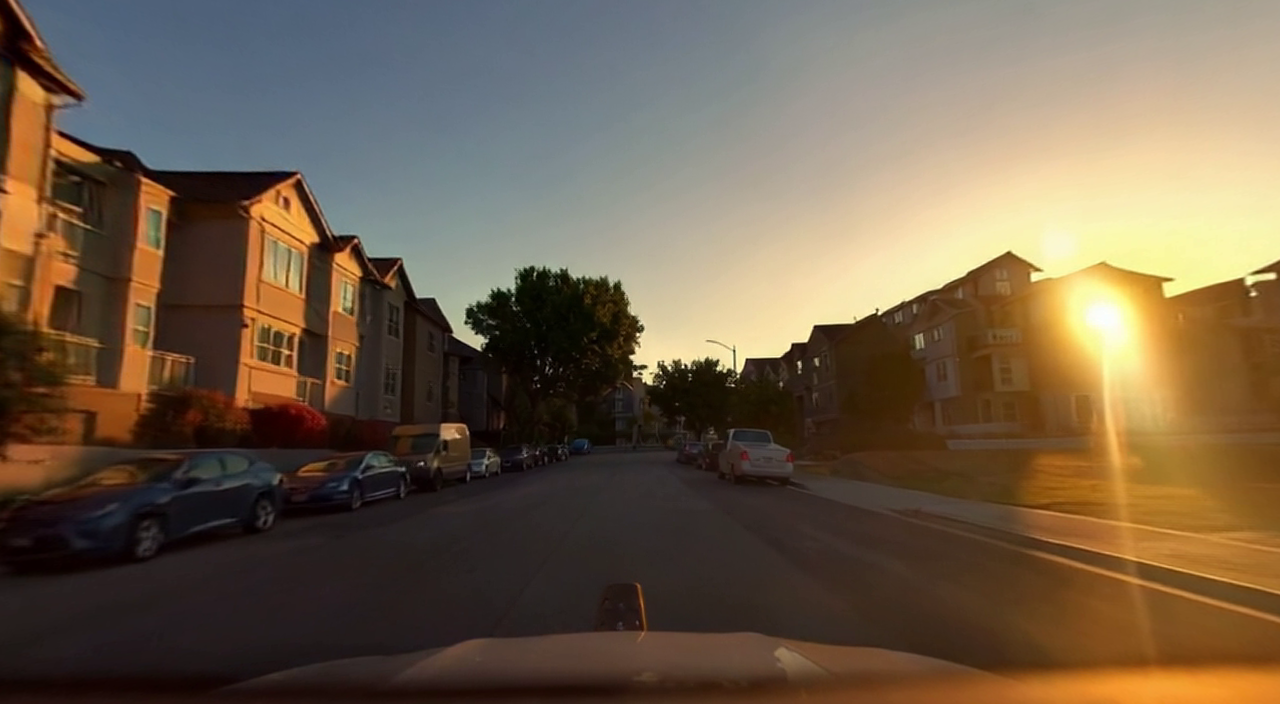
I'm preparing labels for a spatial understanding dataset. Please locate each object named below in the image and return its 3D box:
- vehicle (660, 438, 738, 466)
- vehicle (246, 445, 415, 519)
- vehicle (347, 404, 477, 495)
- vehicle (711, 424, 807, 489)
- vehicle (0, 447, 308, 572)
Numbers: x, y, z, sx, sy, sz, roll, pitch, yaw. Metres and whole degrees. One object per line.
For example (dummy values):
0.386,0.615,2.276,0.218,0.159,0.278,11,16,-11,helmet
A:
3.844,6.555,41.364,4.726,1.731,2.075,-5,-10,33,vehicle
-7.213,3.024,15.247,1.953,1.501,4.125,-1,-8,1,vehicle
-7.515,3.391,21.619,2.341,2.674,5.753,-1,-10,-1,vehicle
3.925,3.559,21.744,2.216,1.955,4.970,0,-8,-2,vehicle
-7.232,2.250,9.810,1.832,1.483,4.140,-1,-9,0,vehicle
